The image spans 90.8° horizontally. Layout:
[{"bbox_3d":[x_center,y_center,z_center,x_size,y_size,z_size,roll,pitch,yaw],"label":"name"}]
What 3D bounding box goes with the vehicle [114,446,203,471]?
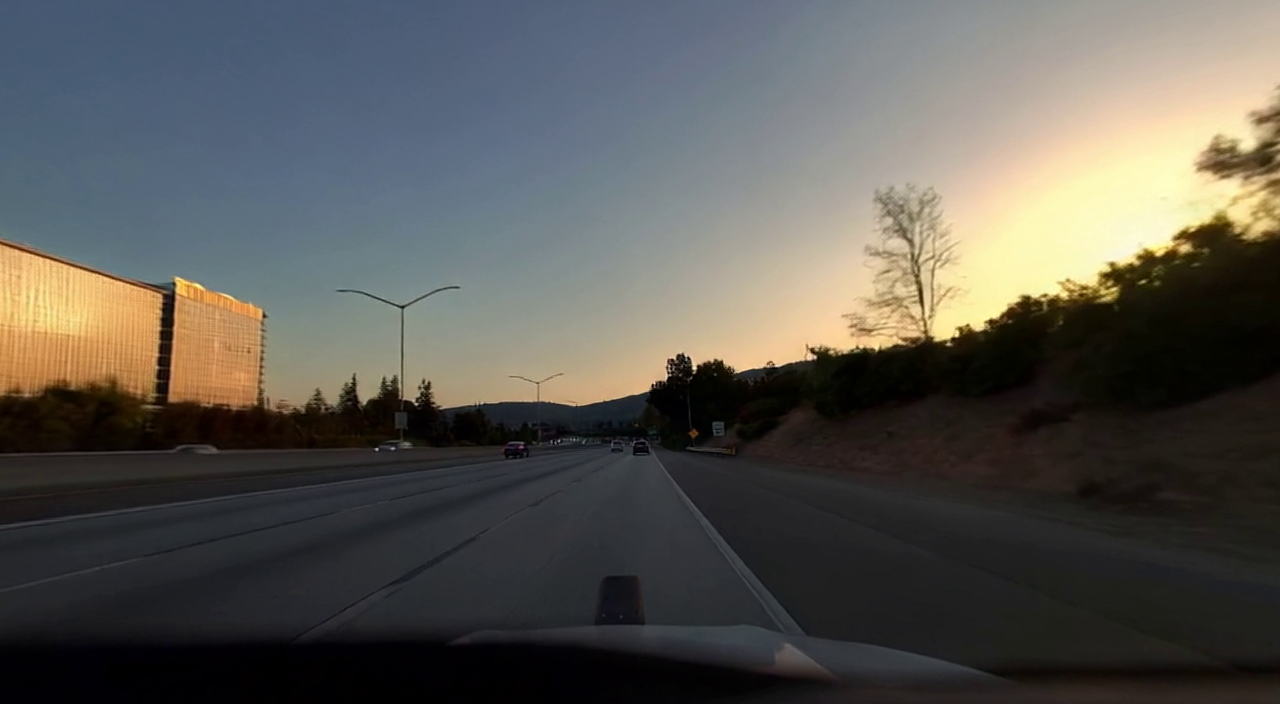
[{"bbox_3d":[-30.721,6.774,40.542,1.868,1.463,4.793,-1,-8,1],"label":"vehicle"}]
